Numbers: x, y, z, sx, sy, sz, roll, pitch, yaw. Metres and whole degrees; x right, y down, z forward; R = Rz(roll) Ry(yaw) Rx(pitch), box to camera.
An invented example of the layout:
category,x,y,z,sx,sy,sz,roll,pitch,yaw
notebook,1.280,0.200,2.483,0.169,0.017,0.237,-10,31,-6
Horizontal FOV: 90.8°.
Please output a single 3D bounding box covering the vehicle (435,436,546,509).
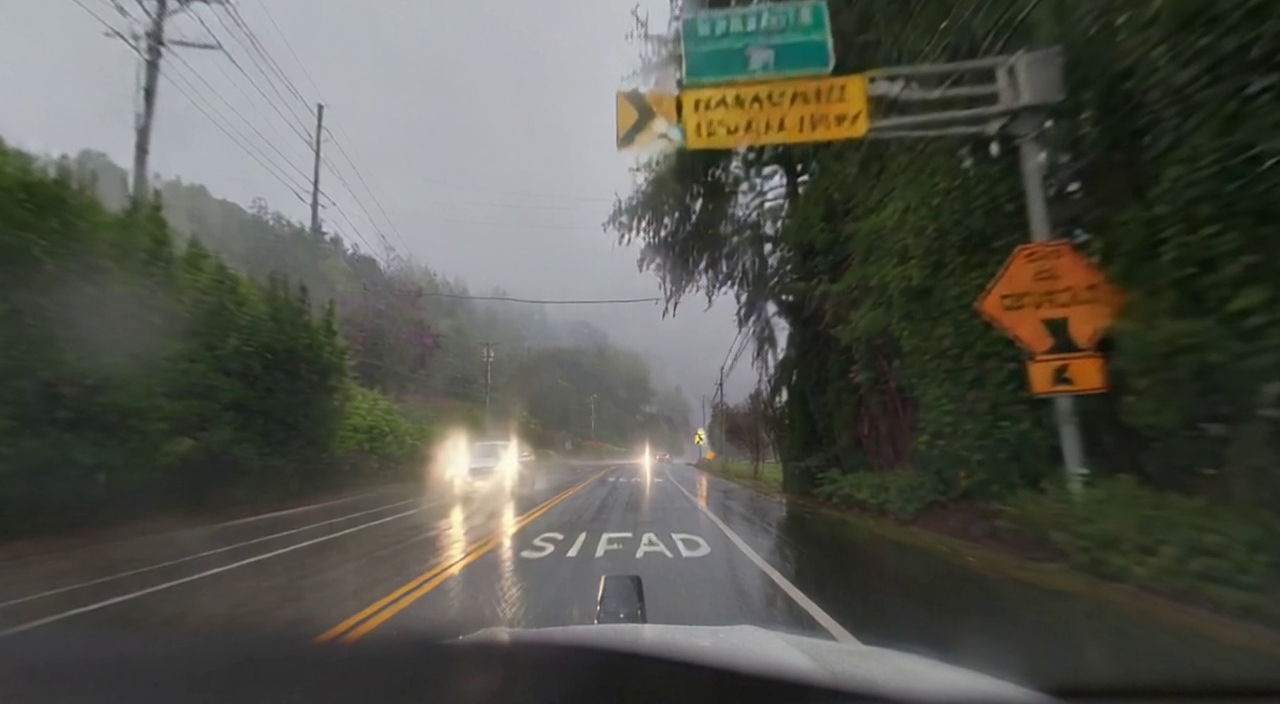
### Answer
category,x,y,z,sx,sy,sz,roll,pitch,yaw
vehicle,-3.999,3.294,17.711,2.018,1.702,4.423,-2,-9,0
